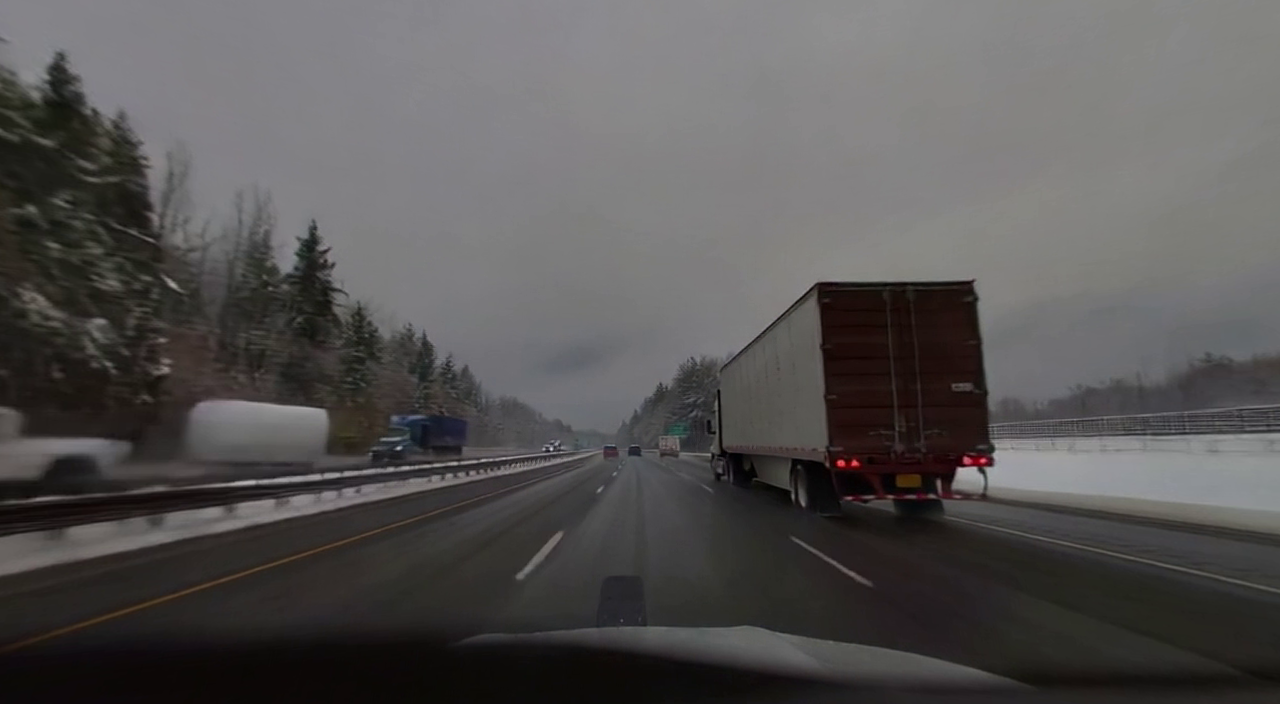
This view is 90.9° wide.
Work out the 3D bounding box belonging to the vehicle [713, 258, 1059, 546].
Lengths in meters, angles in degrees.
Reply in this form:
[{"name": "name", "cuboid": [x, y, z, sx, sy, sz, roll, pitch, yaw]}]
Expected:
[{"name": "vehicle", "cuboid": [4.127, 1.668, 15.372, 2.950, 4.033, 13.276, 0, -9, -1]}]
